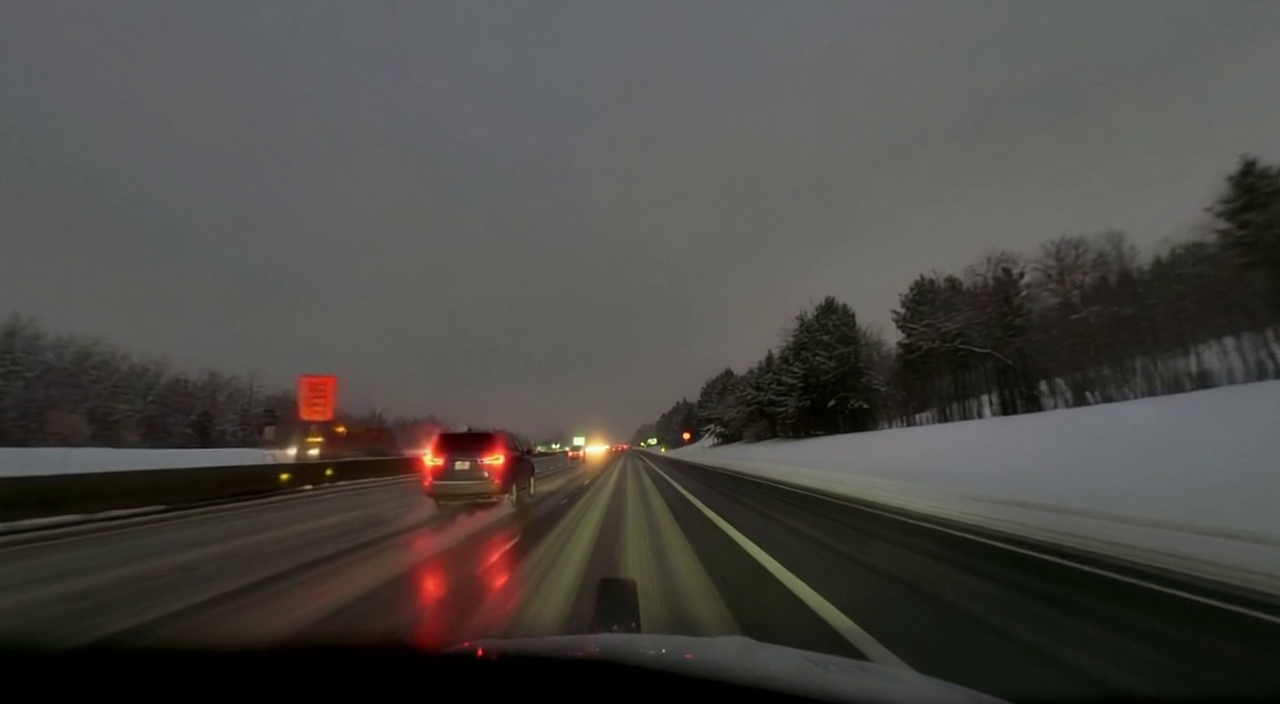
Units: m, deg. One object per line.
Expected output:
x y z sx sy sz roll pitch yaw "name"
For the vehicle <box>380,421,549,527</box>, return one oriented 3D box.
-3.199 2.330 12.587 2.103 1.715 4.371 0 -9 0 "vehicle"
